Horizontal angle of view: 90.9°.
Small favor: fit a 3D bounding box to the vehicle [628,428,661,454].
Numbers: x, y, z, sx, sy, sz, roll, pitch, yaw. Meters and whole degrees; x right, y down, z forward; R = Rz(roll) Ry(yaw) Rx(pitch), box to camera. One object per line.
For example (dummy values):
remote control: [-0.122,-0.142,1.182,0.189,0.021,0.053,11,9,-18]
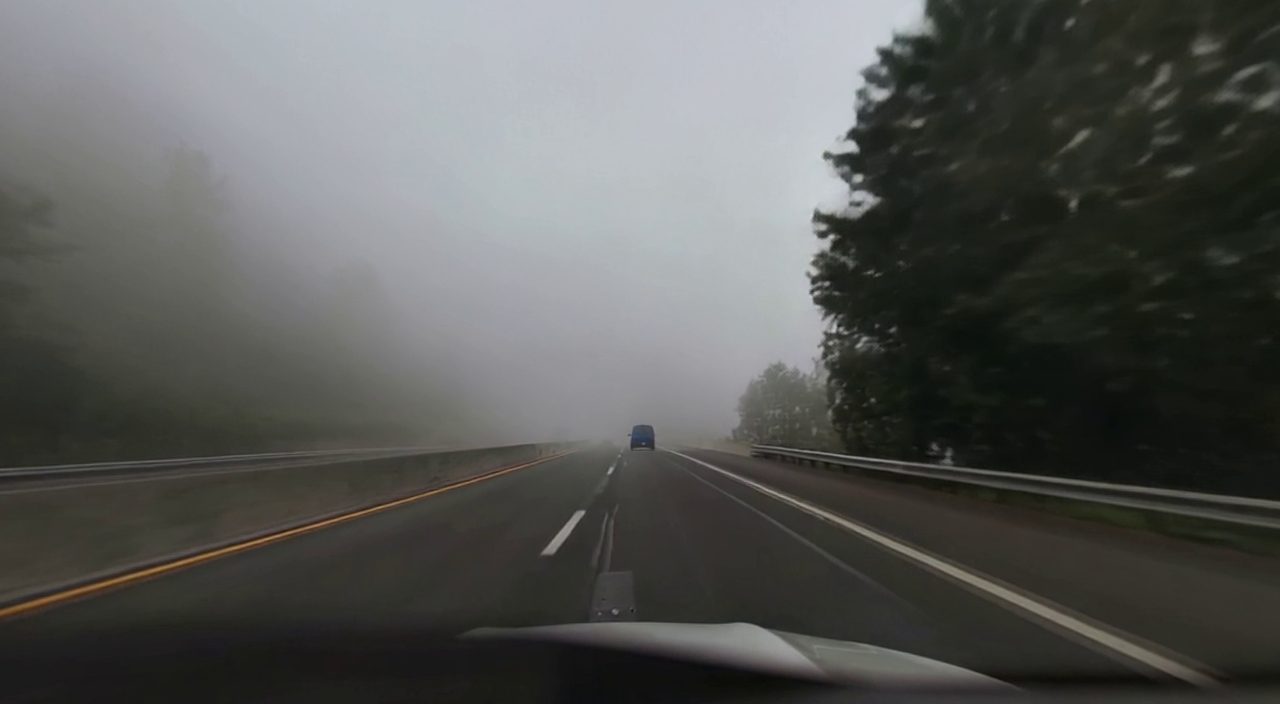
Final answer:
vehicle: [0.257,6.549,46.669,2.240,1.801,4.545,0,-8,-2]
